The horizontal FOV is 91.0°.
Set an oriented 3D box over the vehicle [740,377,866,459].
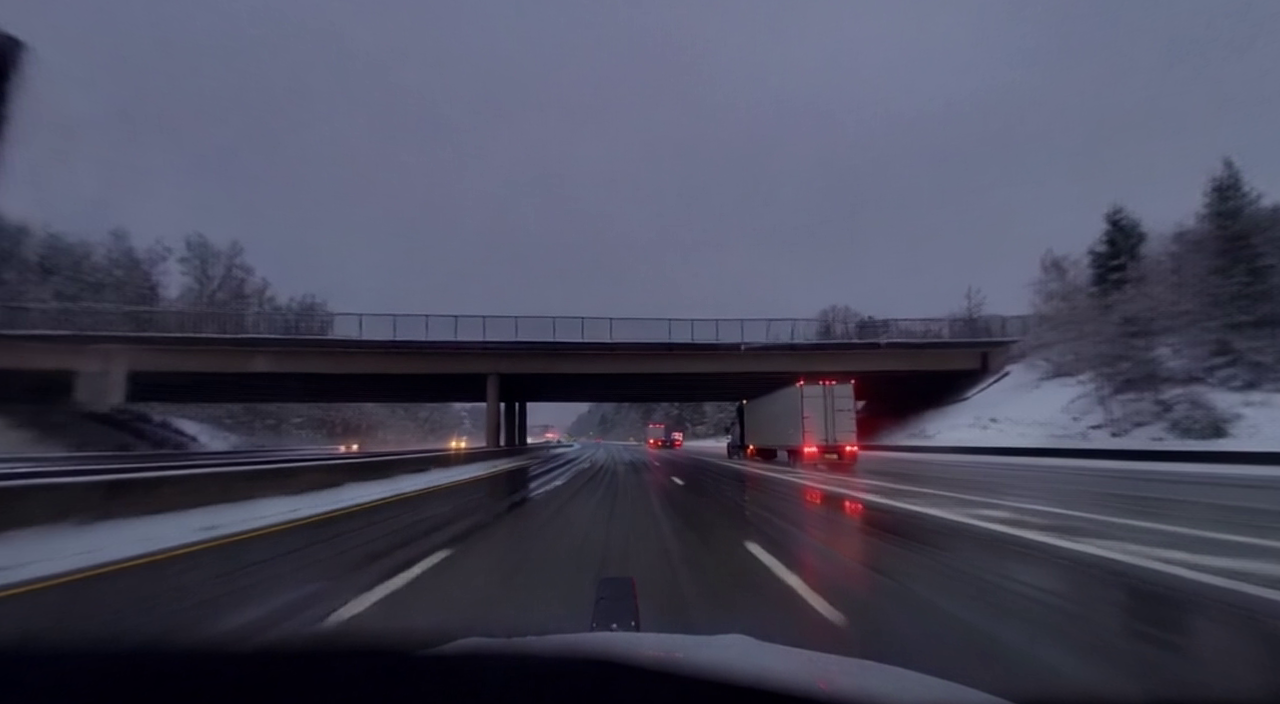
[{"bbox_3d":[9.141,4.198,37.798,2.855,4.053,13.328,0,-8,-5],"label":"vehicle"}]
